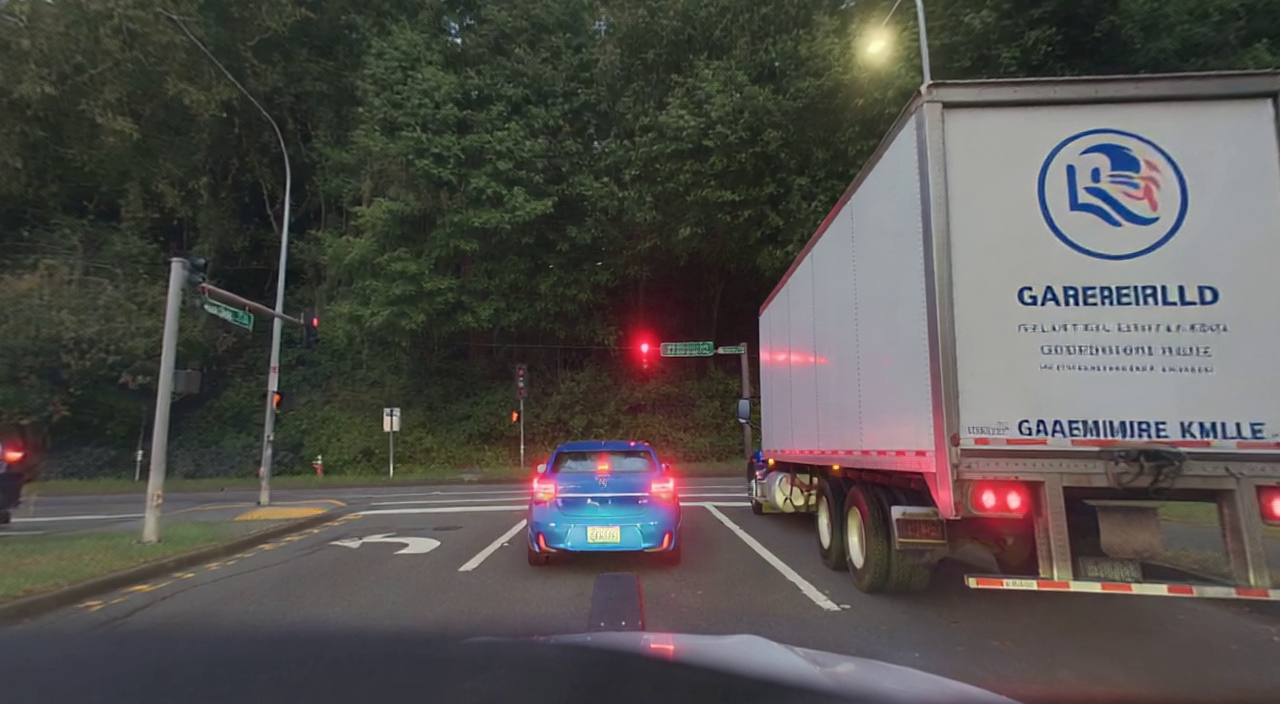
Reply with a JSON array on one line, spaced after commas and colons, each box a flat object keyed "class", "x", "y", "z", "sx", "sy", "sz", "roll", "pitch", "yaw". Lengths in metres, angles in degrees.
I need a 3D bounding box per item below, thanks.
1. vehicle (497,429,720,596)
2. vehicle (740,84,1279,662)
[{"class": "vehicle", "x": -0.312, "y": 1.703, "z": 7.417, "sx": 1.975, "sy": 1.457, "sz": 3.526, "roll": 0, "pitch": -9, "yaw": -1}, {"class": "vehicle", "x": 3.553, "y": 0.758, "z": 8.903, "sx": 2.884, "sy": 3.753, "sz": 9.763, "roll": 0, "pitch": -9, "yaw": 1}]
